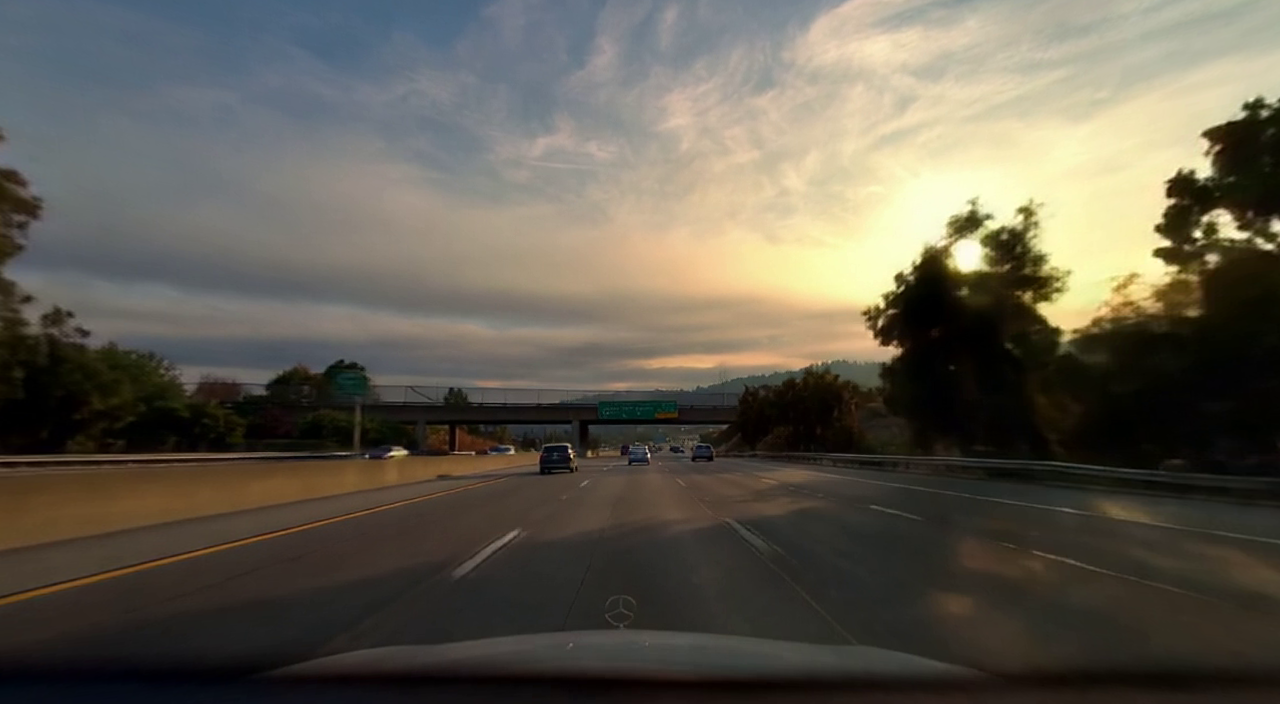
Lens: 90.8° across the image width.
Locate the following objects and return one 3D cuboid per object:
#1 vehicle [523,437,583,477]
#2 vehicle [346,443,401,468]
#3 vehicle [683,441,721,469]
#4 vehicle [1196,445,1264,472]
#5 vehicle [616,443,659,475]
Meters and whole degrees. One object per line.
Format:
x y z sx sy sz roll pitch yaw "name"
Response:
-4.066 5.010 30.365 2.113 1.756 4.471 0 -9 2 "vehicle"
-20.484 7.960 48.813 2.049 1.761 4.778 -1 -9 2 "vehicle"
3.778 6.334 38.933 1.936 1.625 3.991 0 -9 0 "vehicle"
37.011 6.664 39.745 1.980 1.532 4.660 -5 -10 29 "vehicle"
-0.119 5.375 32.049 2.075 1.486 4.007 0 -9 0 "vehicle"
